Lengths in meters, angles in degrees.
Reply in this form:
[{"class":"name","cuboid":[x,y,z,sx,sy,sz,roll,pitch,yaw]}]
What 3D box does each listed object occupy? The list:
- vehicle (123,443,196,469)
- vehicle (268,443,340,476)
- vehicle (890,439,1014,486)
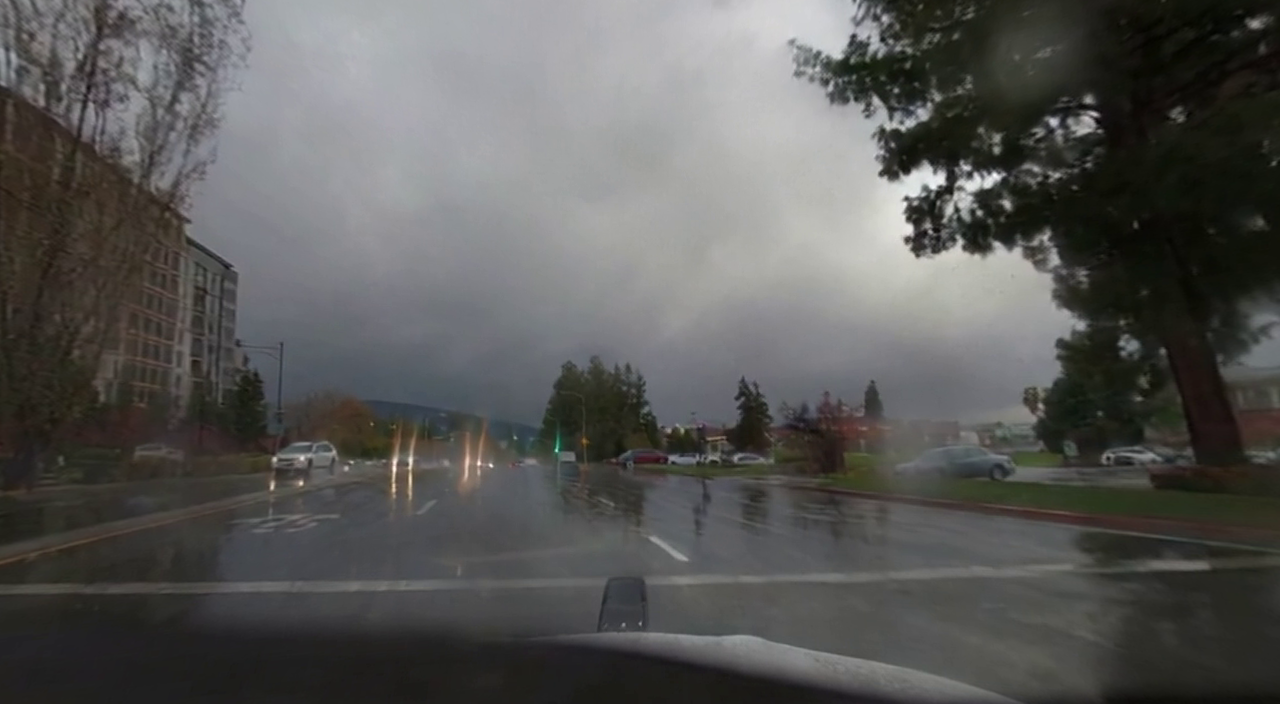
[{"class":"vehicle","cuboid":[-37.541,8.161,49.138,3.770,1.737,2.102,2,-16,-13]},{"class":"vehicle","cuboid":[-17.699,5.656,33.299,2.060,1.618,4.203,1,-9,-10]},{"class":"vehicle","cuboid":[12.770,4.552,25.816,4.030,1.483,1.859,-2,-14,-10]}]
